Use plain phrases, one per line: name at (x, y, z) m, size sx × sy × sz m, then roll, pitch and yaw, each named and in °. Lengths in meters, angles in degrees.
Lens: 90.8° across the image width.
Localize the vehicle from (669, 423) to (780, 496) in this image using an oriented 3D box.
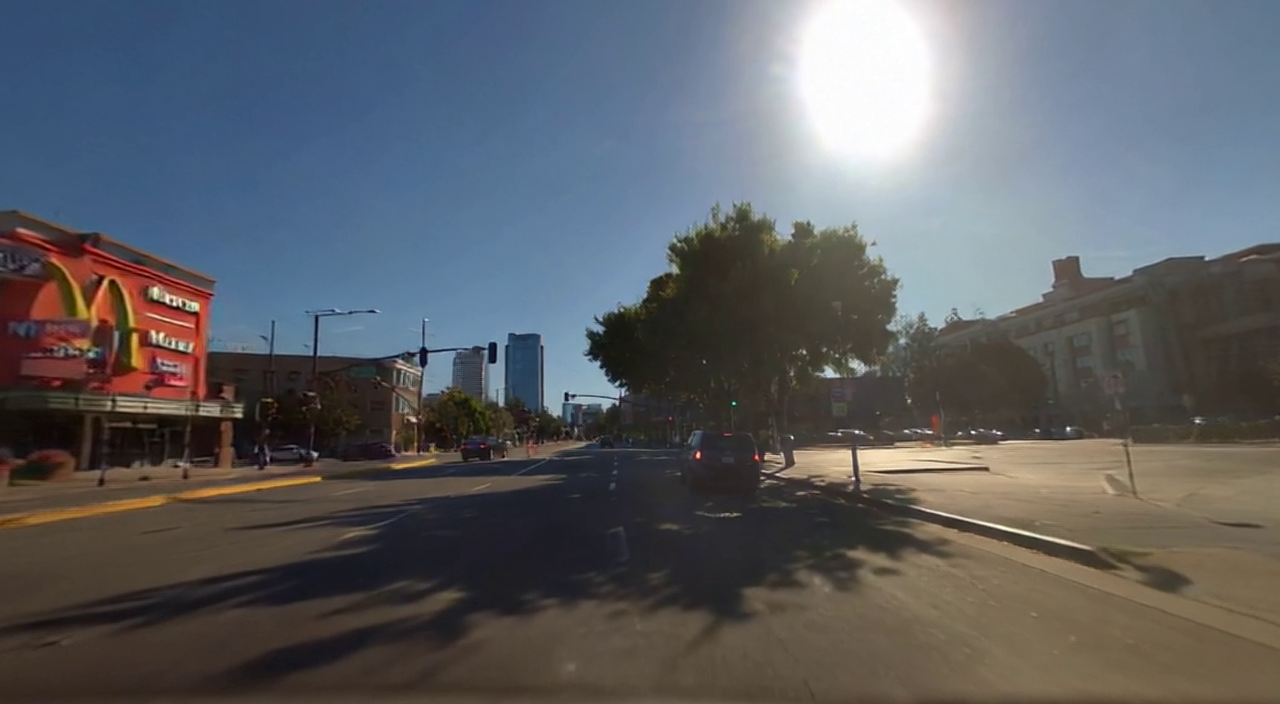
vehicle at (2.065, 2.806, 16.870) m, size 2.230 × 1.683 × 4.204 m, roll 0°, pitch -8°, yaw -2°

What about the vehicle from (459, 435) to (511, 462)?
vehicle at (-8.934, 5.596, 36.746) m, size 1.924 × 1.458 × 4.448 m, roll 0°, pitch -8°, yaw -1°
